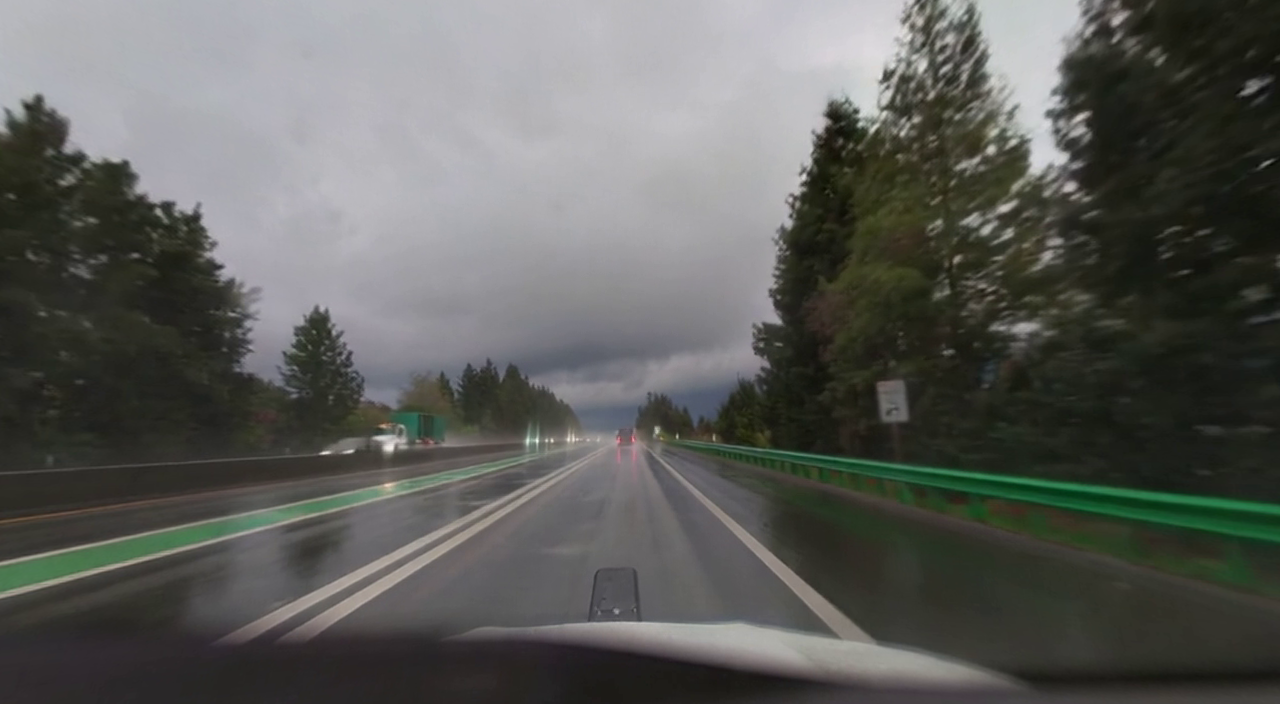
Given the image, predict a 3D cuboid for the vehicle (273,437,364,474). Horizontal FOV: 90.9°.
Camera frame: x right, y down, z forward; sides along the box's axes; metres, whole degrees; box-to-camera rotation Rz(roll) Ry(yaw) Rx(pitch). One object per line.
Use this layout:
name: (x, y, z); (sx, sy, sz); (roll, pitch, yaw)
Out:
vehicle: (-13.134, 4.233, 26.002); (1.734, 1.379, 3.833); (0, -7, -1)

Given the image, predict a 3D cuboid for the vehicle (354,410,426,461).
vehicle: (-17.921, 6.009, 45.539); (2.903, 3.412, 5.821); (0, -7, -2)
